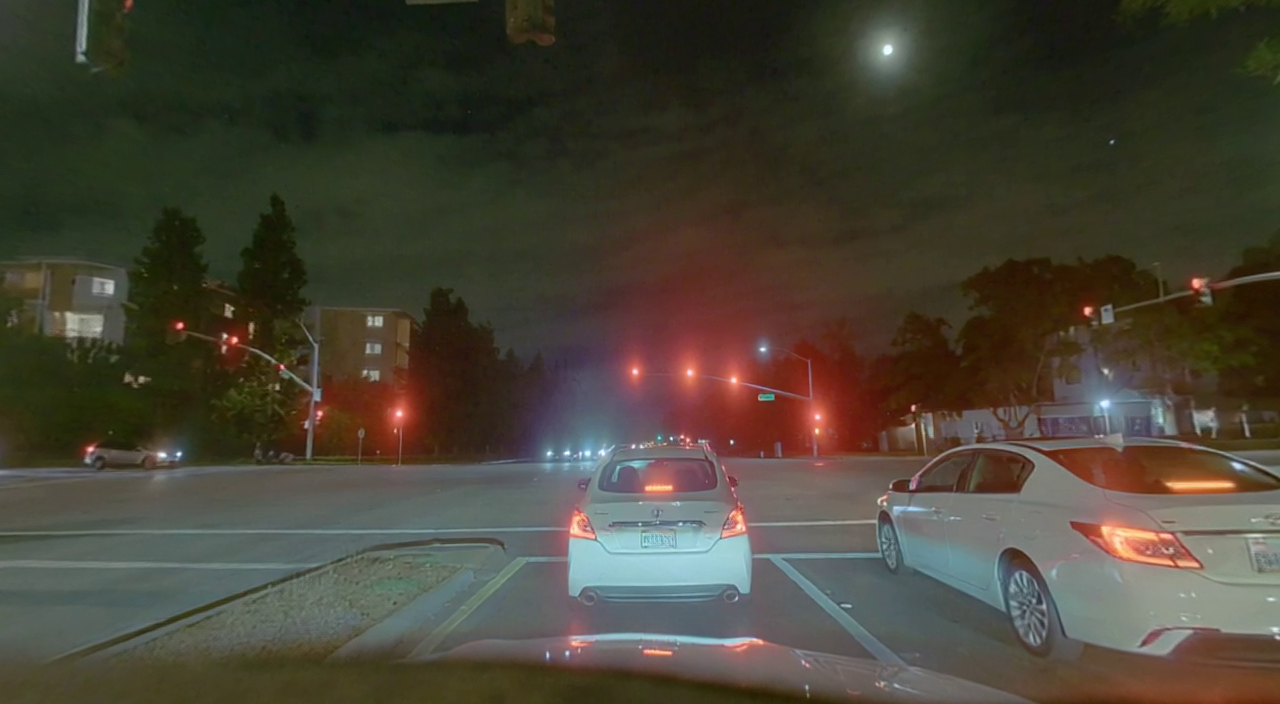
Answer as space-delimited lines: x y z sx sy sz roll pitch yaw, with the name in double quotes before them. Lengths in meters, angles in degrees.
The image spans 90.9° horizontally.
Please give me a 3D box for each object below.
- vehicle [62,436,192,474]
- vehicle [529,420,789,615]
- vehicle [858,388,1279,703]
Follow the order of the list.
"vehicle" -24.280 4.870 29.986 4.450 1.684 1.894 0 -8 0
"vehicle" 0.103 1.563 6.874 2.017 1.485 3.813 0 -8 -1
"vehicle" 3.177 1.123 3.898 1.931 1.493 4.555 0 -8 -1
